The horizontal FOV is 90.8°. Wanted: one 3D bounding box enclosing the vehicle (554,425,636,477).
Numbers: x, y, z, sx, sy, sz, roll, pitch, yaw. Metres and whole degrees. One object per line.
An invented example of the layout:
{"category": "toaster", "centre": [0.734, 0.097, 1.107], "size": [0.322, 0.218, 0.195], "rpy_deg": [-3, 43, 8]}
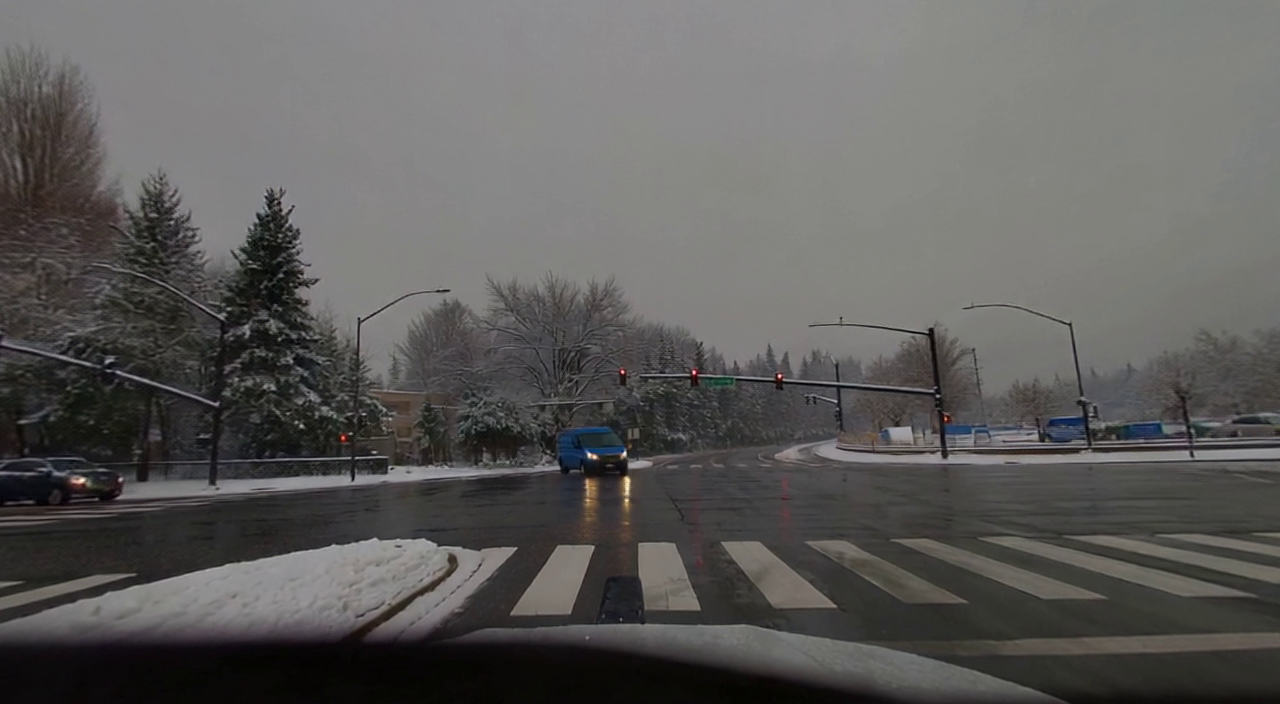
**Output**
{"category": "vehicle", "centre": [-2.434, 5.046, 32.512], "size": [2.465, 2.404, 5.791], "rpy_deg": [3, -9, -23]}

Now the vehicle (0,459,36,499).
{"category": "vehicle", "centre": [-44.537, 8.791, 43.986], "size": [2.529, 2.543, 5.861], "rpy_deg": [6, -10, -35]}
